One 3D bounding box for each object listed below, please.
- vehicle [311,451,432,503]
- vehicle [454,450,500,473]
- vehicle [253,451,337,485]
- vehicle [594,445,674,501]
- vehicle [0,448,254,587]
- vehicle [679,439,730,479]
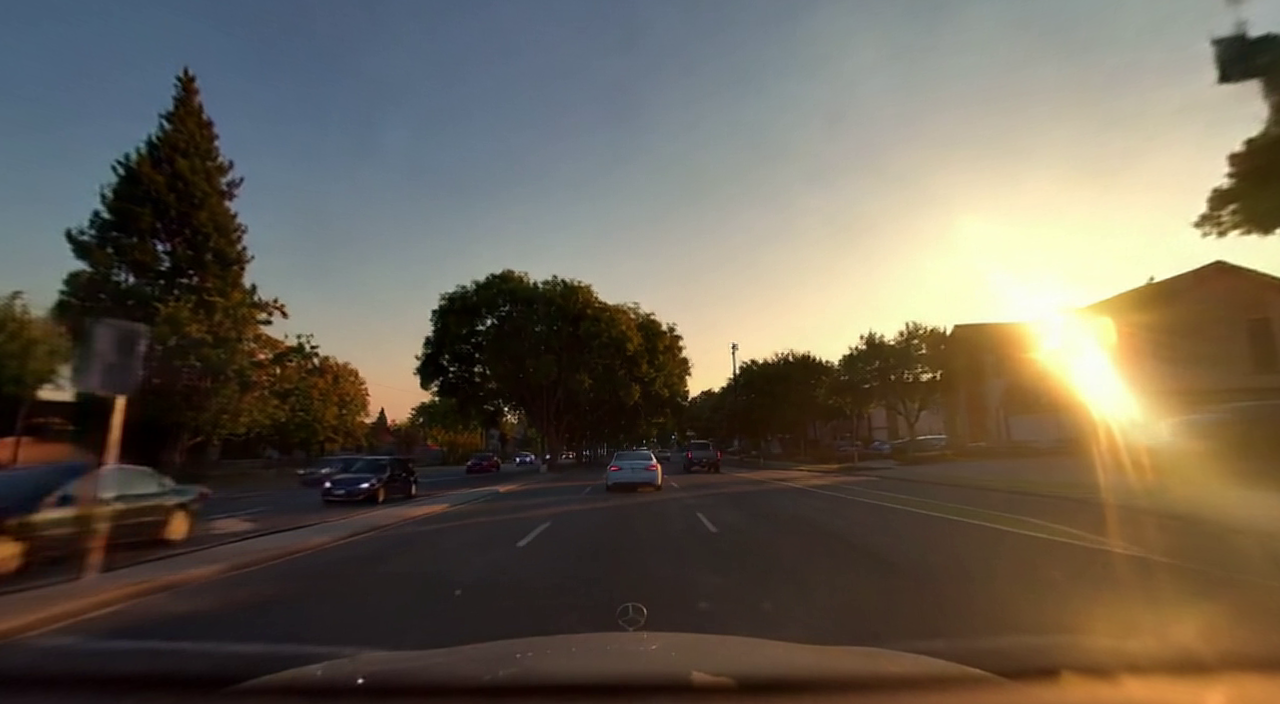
[{"bbox_3d":[-8.721,4.068,20.969,2.035,1.463,4.527,0,-8,0],"label":"vehicle"},{"bbox_3d":[-11.471,7.716,44.691,1.917,1.488,4.611,0,-8,1],"label":"vehicle"},{"bbox_3d":[-18.652,6.279,34.342,1.906,1.655,4.691,0,-8,1],"label":"vehicle"},{"bbox_3d":[-0.169,3.555,18.948,2.140,1.474,4.026,0,-8,0],"label":"vehicle"},{"bbox_3d":[-8.269,2.224,9.184,2.121,1.513,4.832,-2,-8,2],"label":"vehicle"},{"bbox_3d":[3.149,5.310,31.624,2.073,1.822,4.276,0,-8,-1],"label":"vehicle"}]
